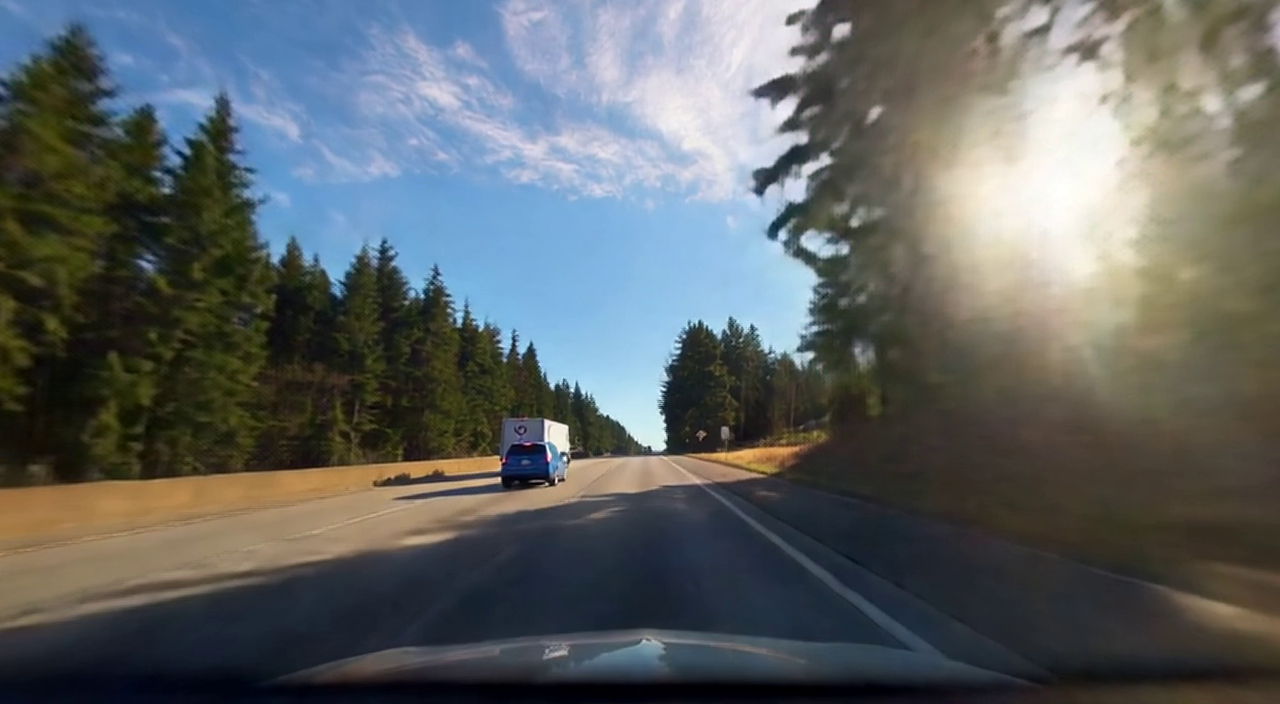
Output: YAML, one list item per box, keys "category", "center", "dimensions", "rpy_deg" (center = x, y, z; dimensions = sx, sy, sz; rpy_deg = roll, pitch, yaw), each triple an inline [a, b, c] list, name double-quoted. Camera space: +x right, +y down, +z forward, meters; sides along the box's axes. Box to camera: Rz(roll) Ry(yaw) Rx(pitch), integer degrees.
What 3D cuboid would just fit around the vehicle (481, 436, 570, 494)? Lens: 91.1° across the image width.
- category: "vehicle"
  center: [-3.739, 3.753, 21.382]
  dimensions: [2.084, 1.752, 4.479]
  rpy_deg: [0, -8, 2]
